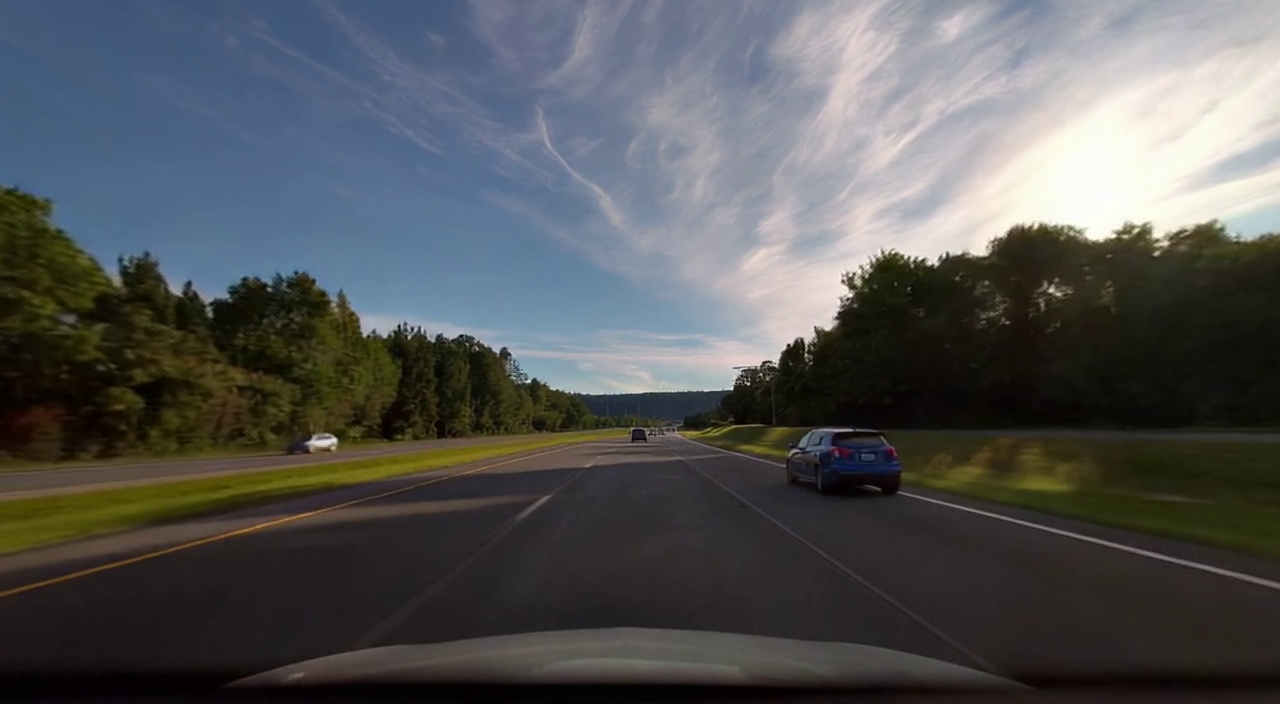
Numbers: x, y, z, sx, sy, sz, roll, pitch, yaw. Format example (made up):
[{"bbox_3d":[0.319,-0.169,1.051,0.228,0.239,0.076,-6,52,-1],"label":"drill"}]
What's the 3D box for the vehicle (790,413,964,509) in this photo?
[{"bbox_3d":[4.227,1.992,11.934,1.765,1.510,3.762,0,-8,-1],"label":"vehicle"}]
